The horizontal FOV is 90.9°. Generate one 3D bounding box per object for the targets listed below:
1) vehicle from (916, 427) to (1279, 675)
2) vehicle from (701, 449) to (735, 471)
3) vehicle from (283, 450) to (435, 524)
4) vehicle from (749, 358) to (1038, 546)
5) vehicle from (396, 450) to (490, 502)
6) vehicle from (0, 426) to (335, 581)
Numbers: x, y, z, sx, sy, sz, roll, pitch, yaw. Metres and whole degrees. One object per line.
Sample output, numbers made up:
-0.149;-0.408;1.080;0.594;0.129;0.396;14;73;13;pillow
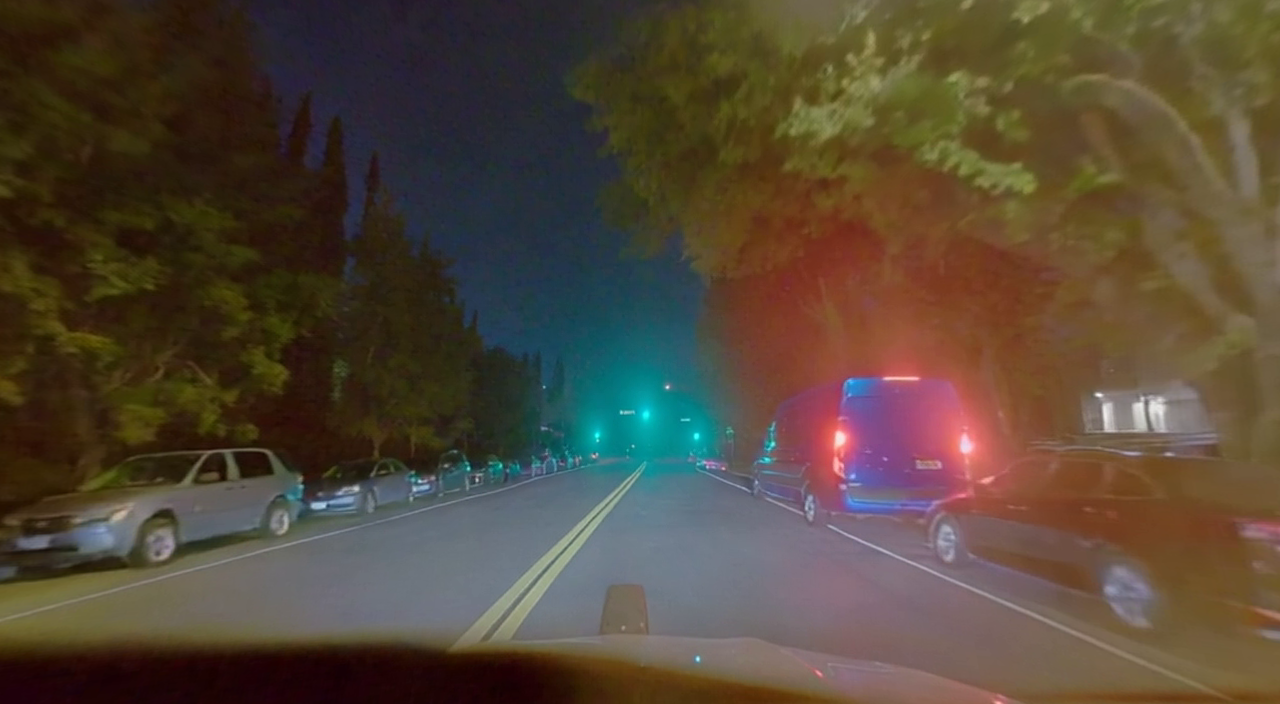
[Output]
4.452;1.537;6.029;1.764;1.494;4.248;-1;-9;1;vehicle
5.313;7.386;43.321;1.849;1.415;4.181;-1;-9;1;vehicle
-6.793;3.259;15.845;1.718;1.435;4.370;-3;-8;2;vehicle
4.524;2.074;13.259;3.089;2.882;6.770;-1;-9;-1;vehicle
-6.576;4.141;21.512;1.832;1.439;4.337;-2;-8;0;vehicle
-6.988;2.108;9.702;1.984;1.745;4.866;-1;-9;2;vehicle
